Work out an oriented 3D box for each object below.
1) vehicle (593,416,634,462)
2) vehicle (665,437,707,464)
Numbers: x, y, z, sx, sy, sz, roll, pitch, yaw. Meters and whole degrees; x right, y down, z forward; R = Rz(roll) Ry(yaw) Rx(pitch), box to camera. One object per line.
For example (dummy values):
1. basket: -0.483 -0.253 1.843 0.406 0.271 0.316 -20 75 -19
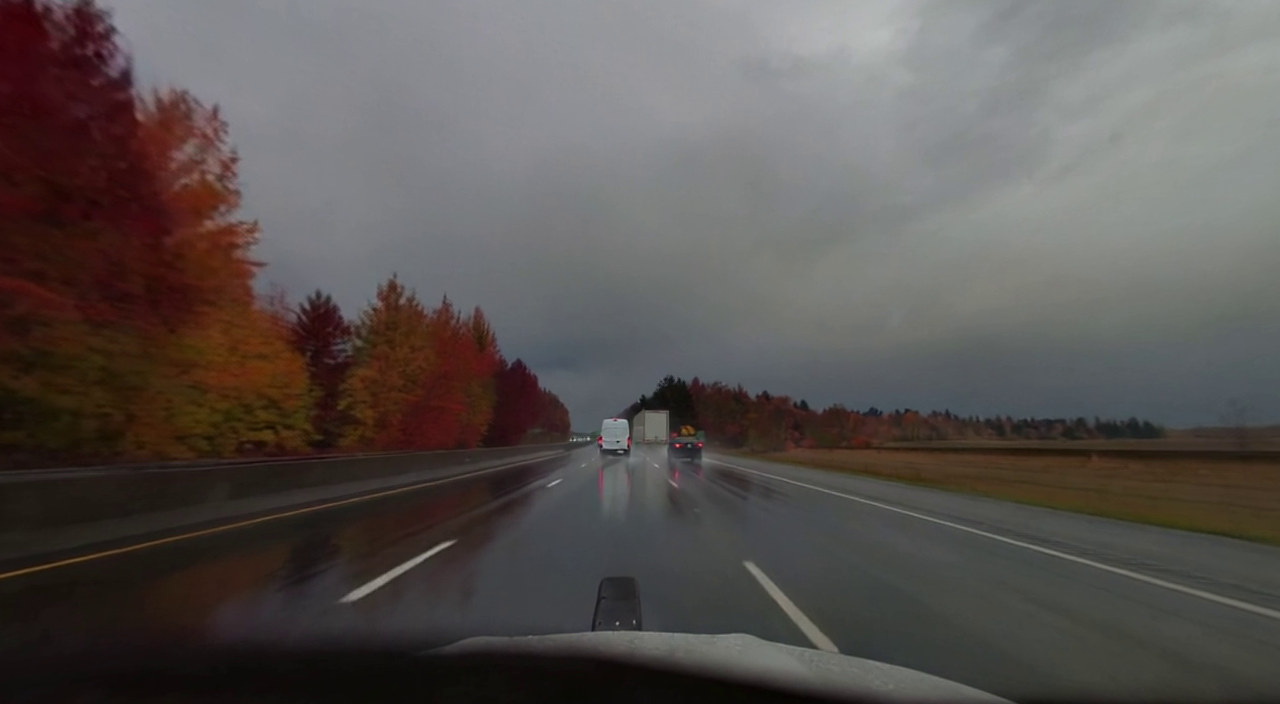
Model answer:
1. vehicle: -1.595 5.477 39.604 2.389 2.637 5.437 0 -8 0
2. vehicle: 2.614 5.740 36.870 1.962 1.508 4.363 0 -8 -2
